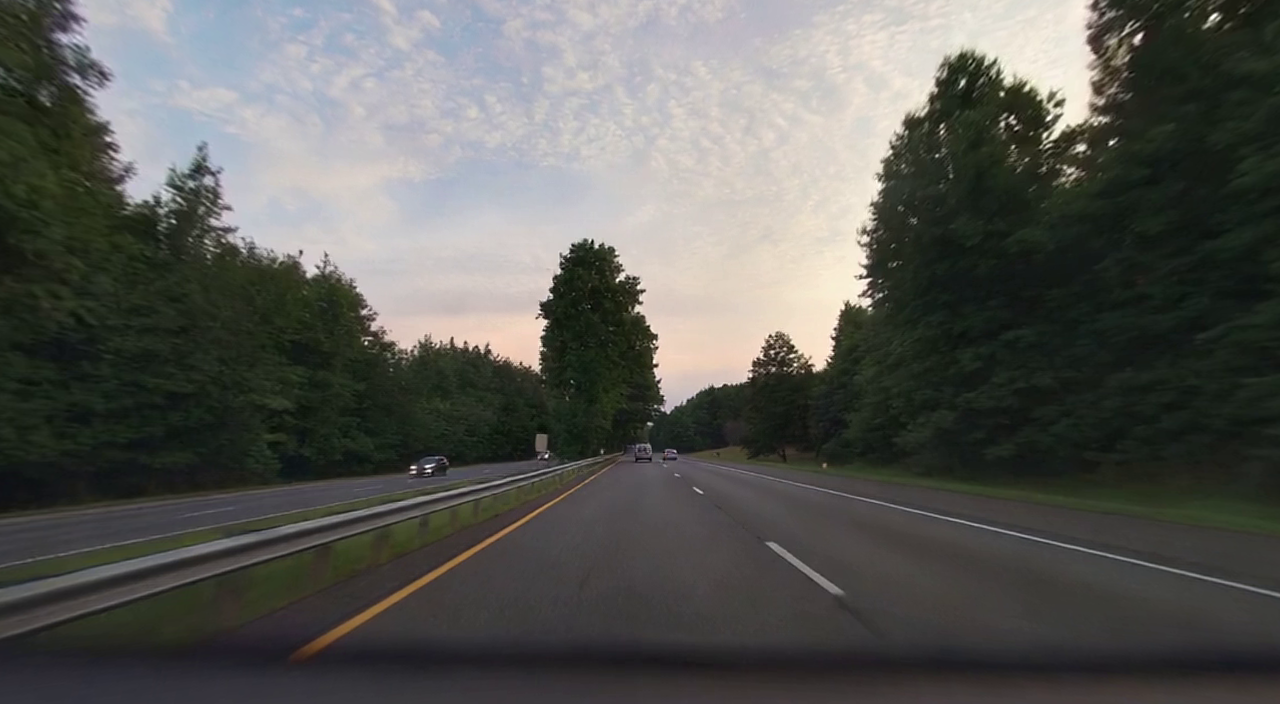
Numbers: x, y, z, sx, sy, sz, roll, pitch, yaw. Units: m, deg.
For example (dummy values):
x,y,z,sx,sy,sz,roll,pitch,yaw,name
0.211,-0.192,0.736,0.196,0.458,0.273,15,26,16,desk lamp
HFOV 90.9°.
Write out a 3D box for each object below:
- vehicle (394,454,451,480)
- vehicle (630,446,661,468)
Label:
x,y,z,sx,sy,sz,roll,pitch,yaw,name
-12.724,6.753,37.099,1.954,1.399,3.750,0,-9,0,vehicle
0.398,7.628,45.753,2.162,1.492,3.975,0,-9,0,vehicle
